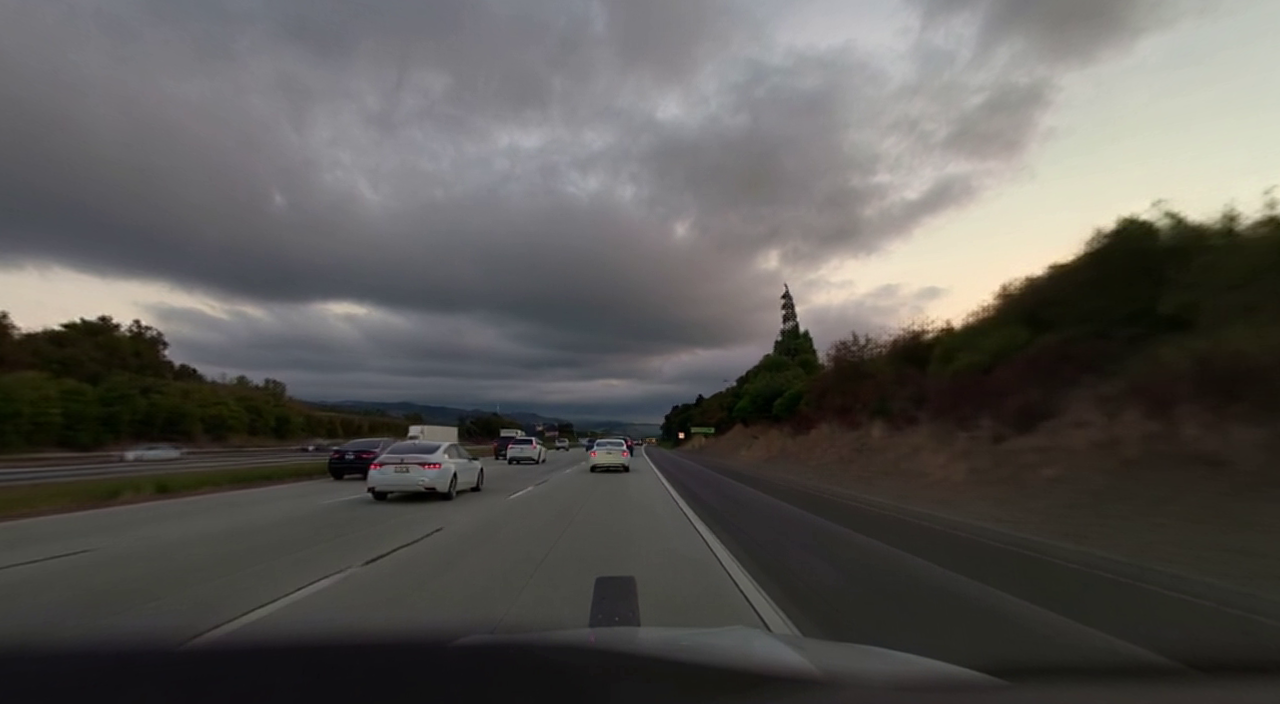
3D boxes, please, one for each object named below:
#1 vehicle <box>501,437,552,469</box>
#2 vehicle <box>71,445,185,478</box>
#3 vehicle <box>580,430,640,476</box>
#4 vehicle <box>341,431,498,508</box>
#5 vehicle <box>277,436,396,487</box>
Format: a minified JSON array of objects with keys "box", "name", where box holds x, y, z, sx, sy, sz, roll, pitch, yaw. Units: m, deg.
[{"box":[-5.565,4.952,31.145,1.835,1.432,3.835,0,-8,0],"name":"vehicle"},{"box":[-25.655,5.473,31.757,1.873,1.491,4.688,0,-8,-1],"name":"vehicle"},{"box":[-1.122,3.898,24.595,2.178,1.658,3.916,0,-8,-1],"name":"vehicle"},{"box":[-4.764,2.569,14.352,1.971,1.464,4.386,0,-8,0],"name":"vehicle"},{"box":[-9.521,3.431,20.129,1.850,1.439,3.932,0,-8,0],"name":"vehicle"}]
